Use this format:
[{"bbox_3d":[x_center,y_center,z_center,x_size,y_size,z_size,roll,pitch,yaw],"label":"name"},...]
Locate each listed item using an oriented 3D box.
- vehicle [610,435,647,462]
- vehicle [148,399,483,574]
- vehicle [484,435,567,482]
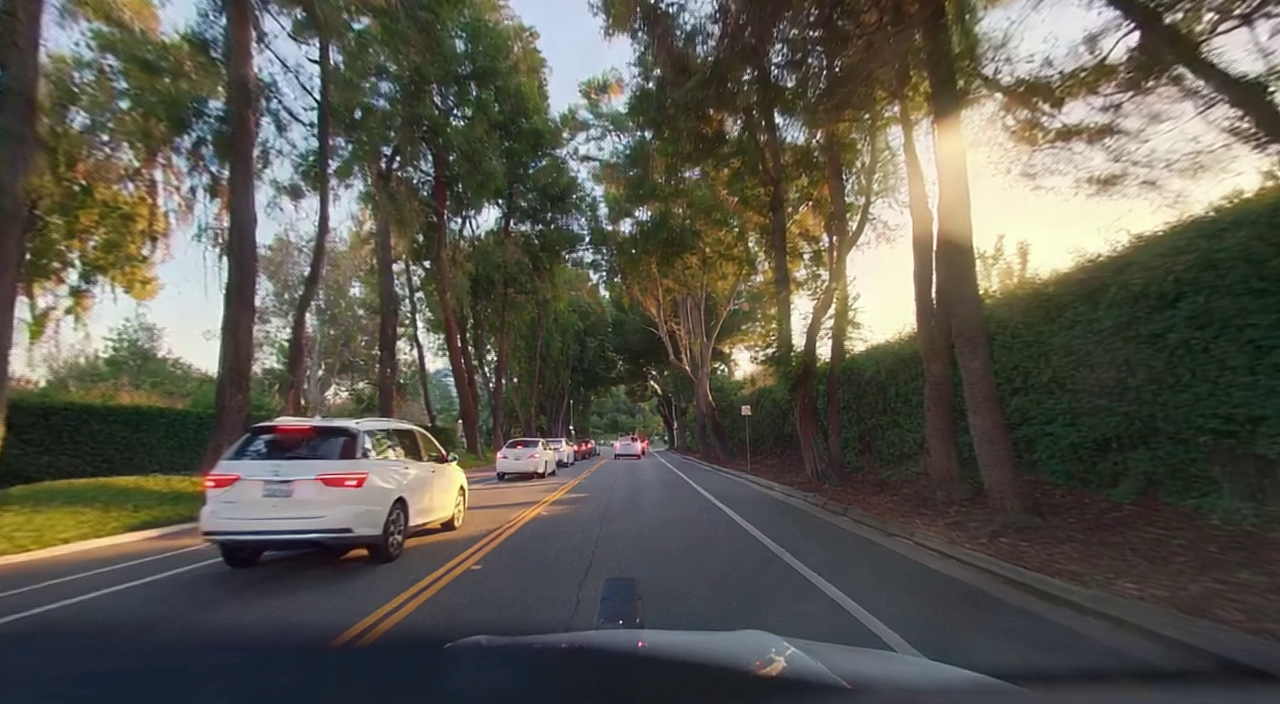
[{"bbox_3d":[-0.679,5.796,37.998,2.127,1.517,4.090,0,-8,-1],"label":"vehicle"},{"bbox_3d":[-3.730,1.635,8.429,2.126,1.707,4.317,0,-8,0],"label":"vehicle"},{"bbox_3d":[-3.819,3.640,21.868,2.030,1.452,4.312,0,-8,1],"label":"vehicle"}]
